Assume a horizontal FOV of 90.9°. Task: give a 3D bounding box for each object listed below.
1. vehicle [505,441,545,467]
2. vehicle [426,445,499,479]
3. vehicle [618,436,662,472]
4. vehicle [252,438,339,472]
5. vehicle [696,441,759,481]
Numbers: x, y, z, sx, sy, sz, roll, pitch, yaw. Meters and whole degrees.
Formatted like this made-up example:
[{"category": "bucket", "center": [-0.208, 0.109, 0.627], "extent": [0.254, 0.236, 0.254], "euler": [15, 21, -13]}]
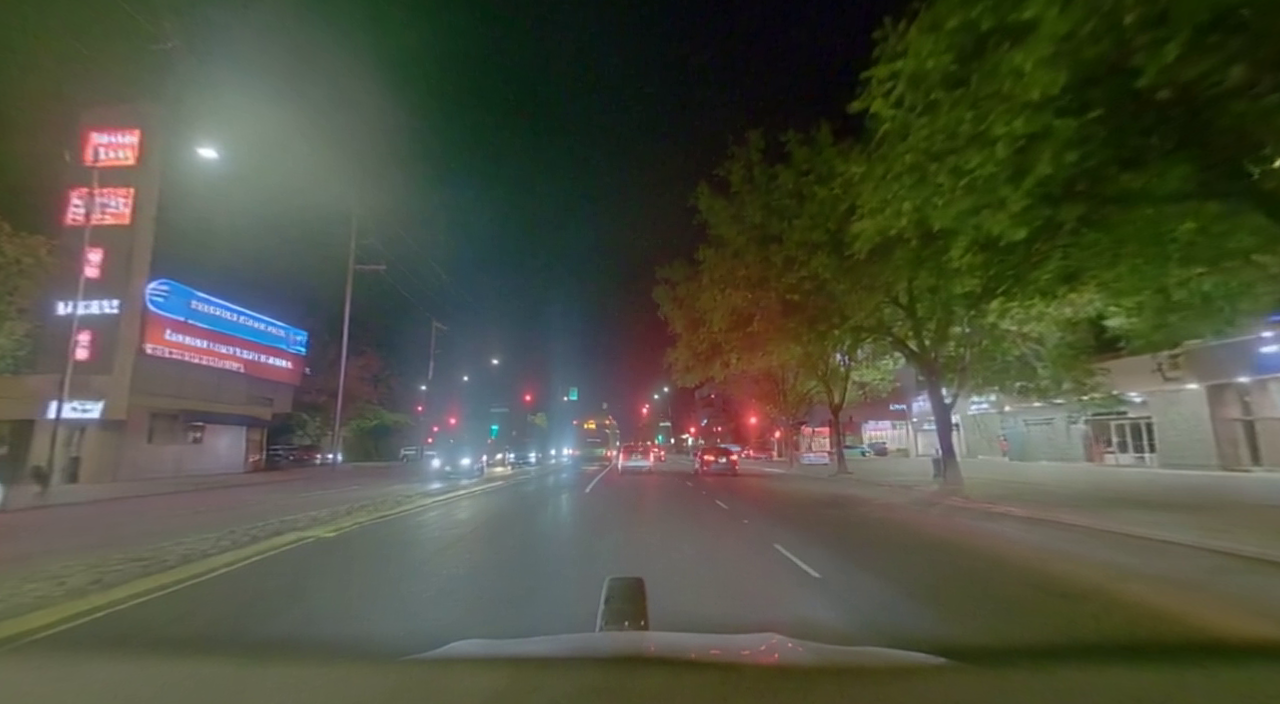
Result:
[{"category": "vehicle", "center": [-8.537, 7.569, 47.042], "extent": [2.154, 1.832, 4.820], "euler": [0, -8, -1]}, {"category": "vehicle", "center": [-8.315, 5.181, 29.988], "extent": [2.228, 1.476, 4.162], "euler": [0, -8, 0]}, {"category": "vehicle", "center": [-0.032, 5.618, 34.883], "extent": [2.301, 1.837, 4.411], "euler": [0, -8, -1]}, {"category": "vehicle", "center": [-22.102, 6.652, 40.844], "extent": [2.306, 1.967, 6.392], "euler": [1, -9, -3]}, {"category": "vehicle", "center": [3.658, 4.609, 26.985], "extent": [2.046, 1.540, 3.883], "euler": [0, -8, -1]}]
